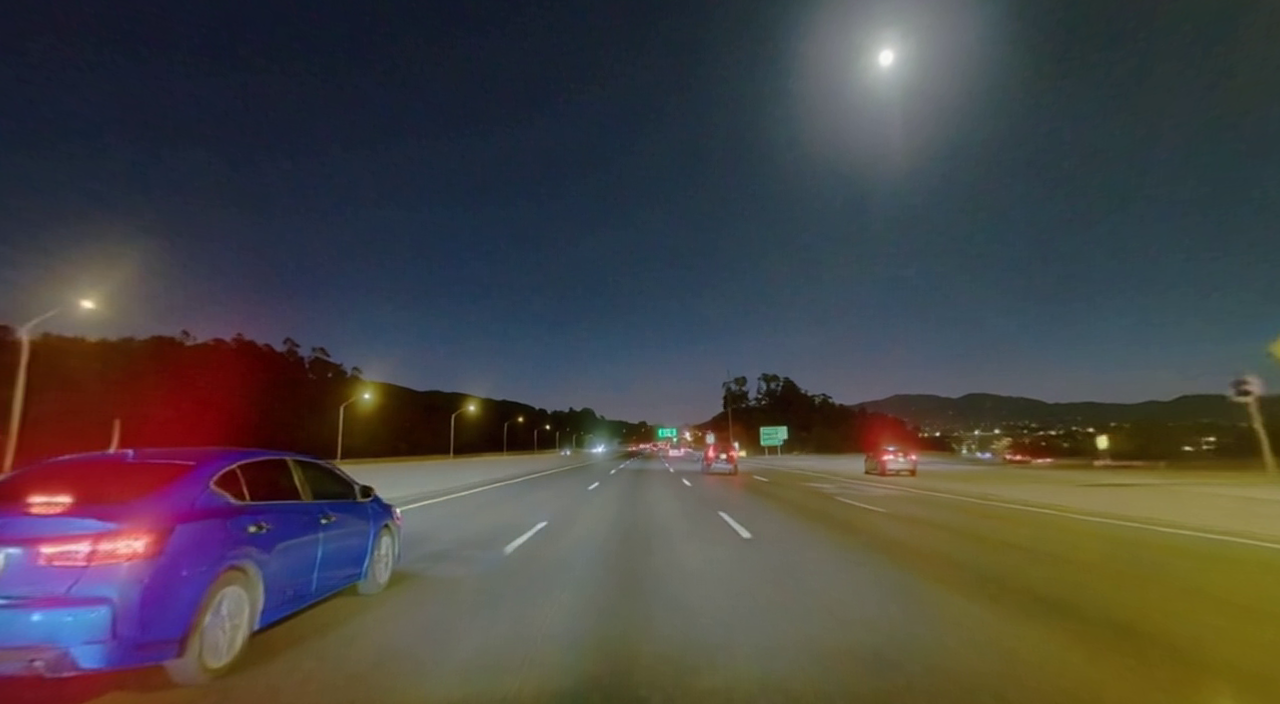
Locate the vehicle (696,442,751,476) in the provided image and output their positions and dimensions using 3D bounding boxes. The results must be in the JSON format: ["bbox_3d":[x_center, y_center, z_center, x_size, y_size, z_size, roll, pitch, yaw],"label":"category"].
[{"bbox_3d":[3.820,4.989,29.596,1.916,1.469,4.481,0,-8,-1],"label":"vehicle"}]
